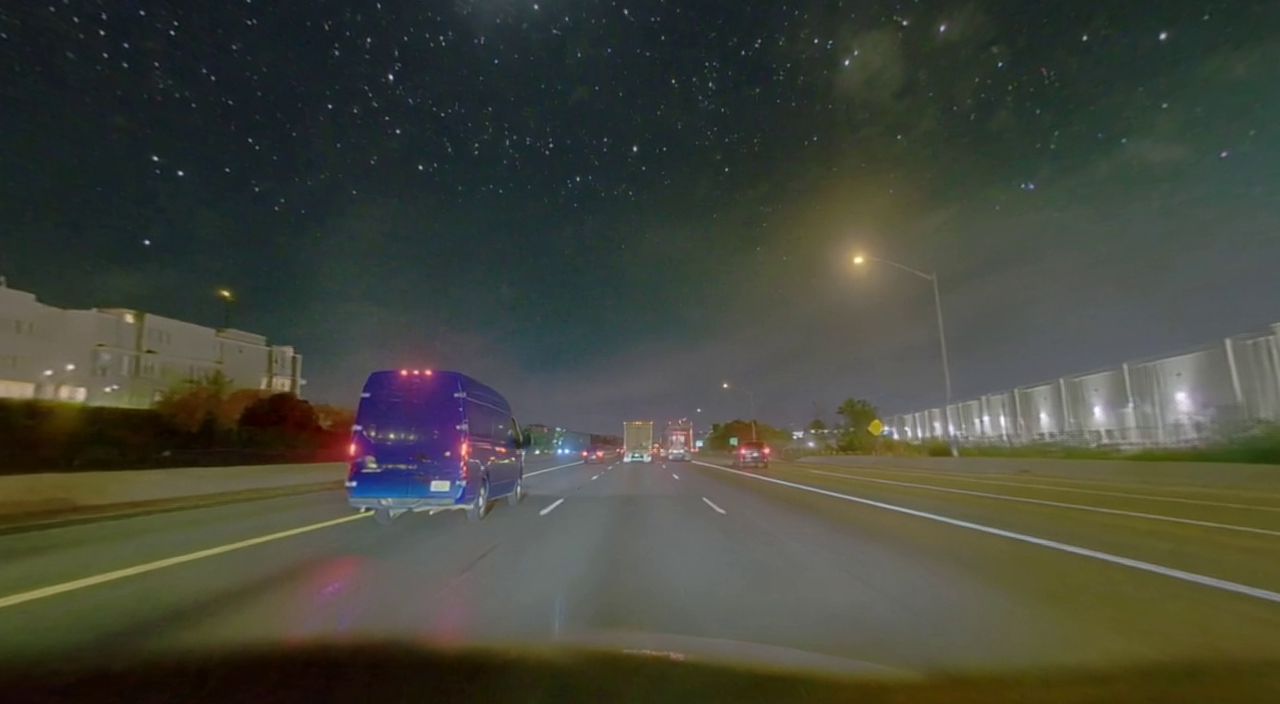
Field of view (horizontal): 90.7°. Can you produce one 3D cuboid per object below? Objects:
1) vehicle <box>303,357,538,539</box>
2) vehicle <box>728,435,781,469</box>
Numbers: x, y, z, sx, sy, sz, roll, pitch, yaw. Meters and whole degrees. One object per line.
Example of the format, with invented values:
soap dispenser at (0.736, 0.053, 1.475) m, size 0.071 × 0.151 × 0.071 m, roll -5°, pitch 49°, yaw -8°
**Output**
vehicle at (-3.999, 1.989, 13.405) m, size 2.557 × 2.855 × 6.674 m, roll 0°, pitch -8°, yaw 0°
vehicle at (6.989, 6.216, 39.373) m, size 2.216 × 1.918 × 5.742 m, roll 0°, pitch -8°, yaw 0°
